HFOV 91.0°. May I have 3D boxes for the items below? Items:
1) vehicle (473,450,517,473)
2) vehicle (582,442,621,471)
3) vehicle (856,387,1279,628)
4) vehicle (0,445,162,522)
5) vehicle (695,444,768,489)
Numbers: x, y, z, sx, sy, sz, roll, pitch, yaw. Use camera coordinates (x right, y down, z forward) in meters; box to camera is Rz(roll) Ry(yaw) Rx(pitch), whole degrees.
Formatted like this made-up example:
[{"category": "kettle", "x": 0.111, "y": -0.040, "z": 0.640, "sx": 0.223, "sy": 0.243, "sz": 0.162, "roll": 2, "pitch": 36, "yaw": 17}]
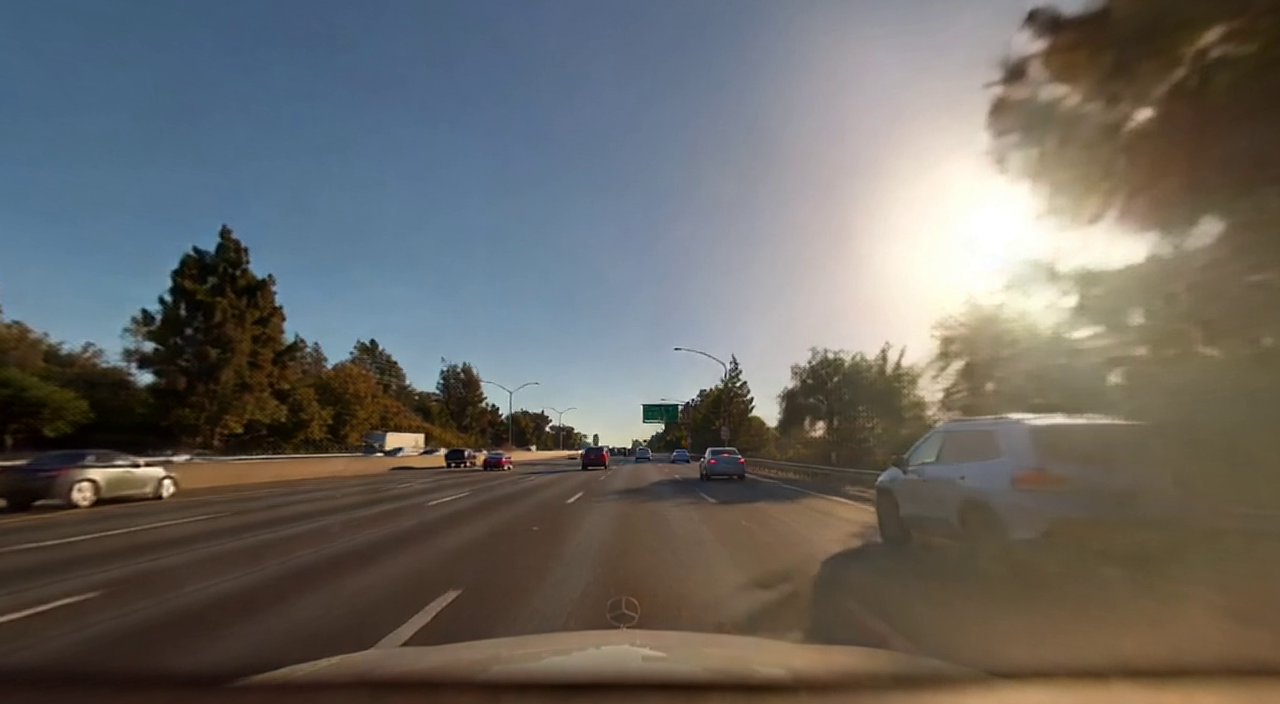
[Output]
[{"category": "vehicle", "x": -10.298, "y": 7.767, "z": 44.956, "sx": 1.974, "sy": 1.472, "sz": 4.684, "roll": 0, "pitch": -9, "yaw": 1}, {"category": "vehicle", "x": -2.676, "y": 7.518, "z": 45.452, "sx": 2.449, "sy": 1.929, "sz": 5.503, "roll": 0, "pitch": -9, "yaw": 0}, {"category": "vehicle", "x": 4.411, "y": 1.510, "z": 7.135, "sx": 2.218, "sy": 1.776, "sz": 4.807, "roll": 0, "pitch": -9, "yaw": 0}, {"category": "vehicle", "x": -13.676, "y": 2.857, "z": 14.094, "sx": 1.959, "sy": 1.520, "sz": 5.068, "roll": 0, "pitch": -9, "yaw": 0}, {"category": "vehicle", "x": 3.426, "y": 4.375, "z": 24.434, "sx": 2.126, "sy": 1.529, "sz": 4.438, "roll": 0, "pitch": -9, "yaw": 0}]
